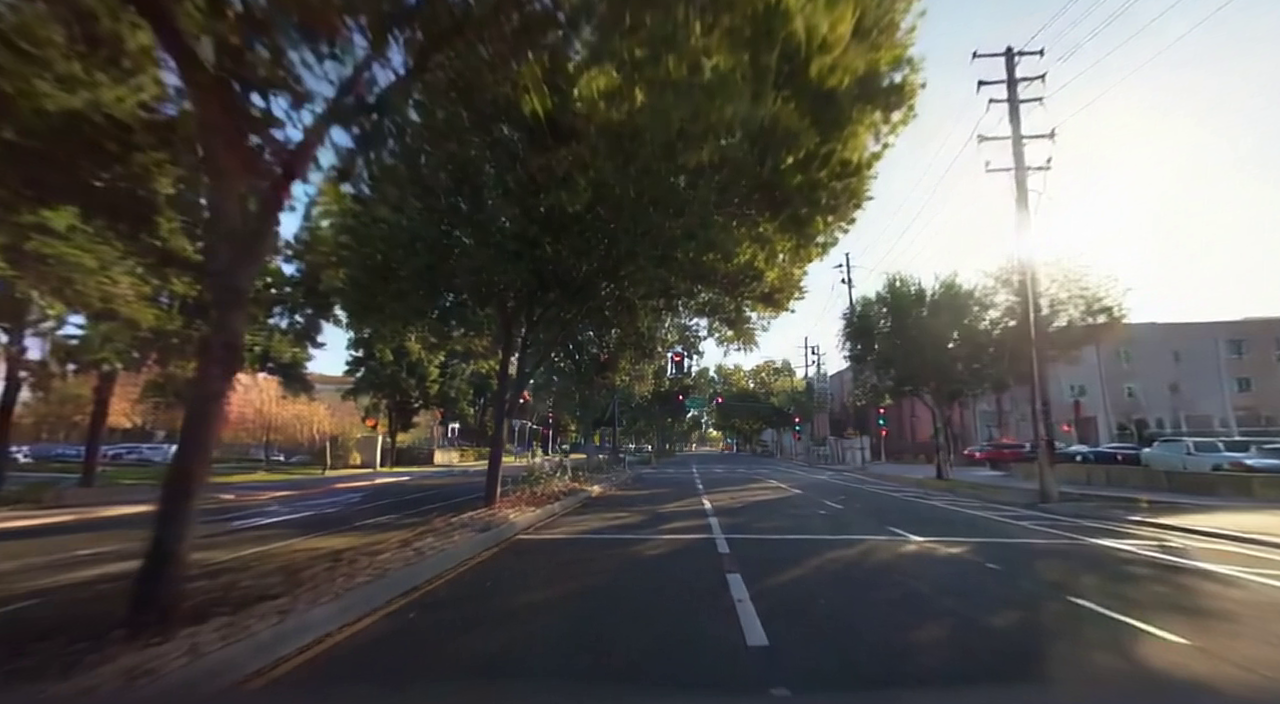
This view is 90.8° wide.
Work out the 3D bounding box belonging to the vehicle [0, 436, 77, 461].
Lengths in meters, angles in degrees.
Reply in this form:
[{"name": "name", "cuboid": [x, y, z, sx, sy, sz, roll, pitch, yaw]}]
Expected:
[{"name": "vehicle", "cuboid": [-40.864, 6.465, 42.429, 4.347, 1.588, 1.816, 8, -12, -43]}]
